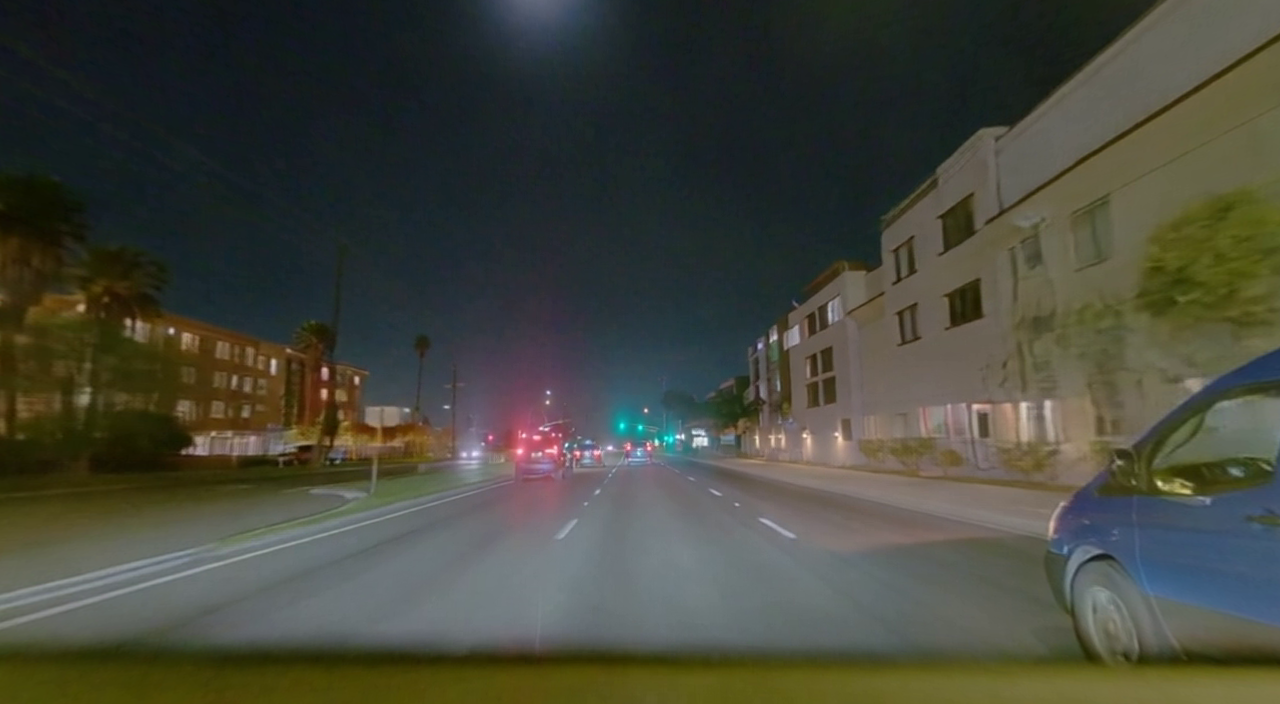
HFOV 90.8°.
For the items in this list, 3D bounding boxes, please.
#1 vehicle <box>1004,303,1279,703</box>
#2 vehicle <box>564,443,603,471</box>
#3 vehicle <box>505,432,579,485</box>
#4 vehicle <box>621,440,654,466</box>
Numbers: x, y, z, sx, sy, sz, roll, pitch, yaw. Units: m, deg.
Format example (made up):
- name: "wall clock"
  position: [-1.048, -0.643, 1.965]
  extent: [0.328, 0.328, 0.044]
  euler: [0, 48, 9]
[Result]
- name: "vehicle"
  position: [3.752, 0.681, 2.028]
  extent: [2.234, 1.912, 4.847]
  euler: [0, -9, 0]
- name: "vehicle"
  position: [-3.068, 5.812, 35.096]
  extent: [1.869, 1.454, 4.142]
  euler: [0, -9, -1]
- name: "vehicle"
  position: [-3.409, 3.801, 22.709]
  extent: [1.967, 1.703, 4.157]
  euler: [0, -9, 0]
- name: "vehicle"
  position: [-0.201, 7.033, 44.068]
  extent: [2.191, 1.761, 3.857]
  euler: [0, -9, -2]
